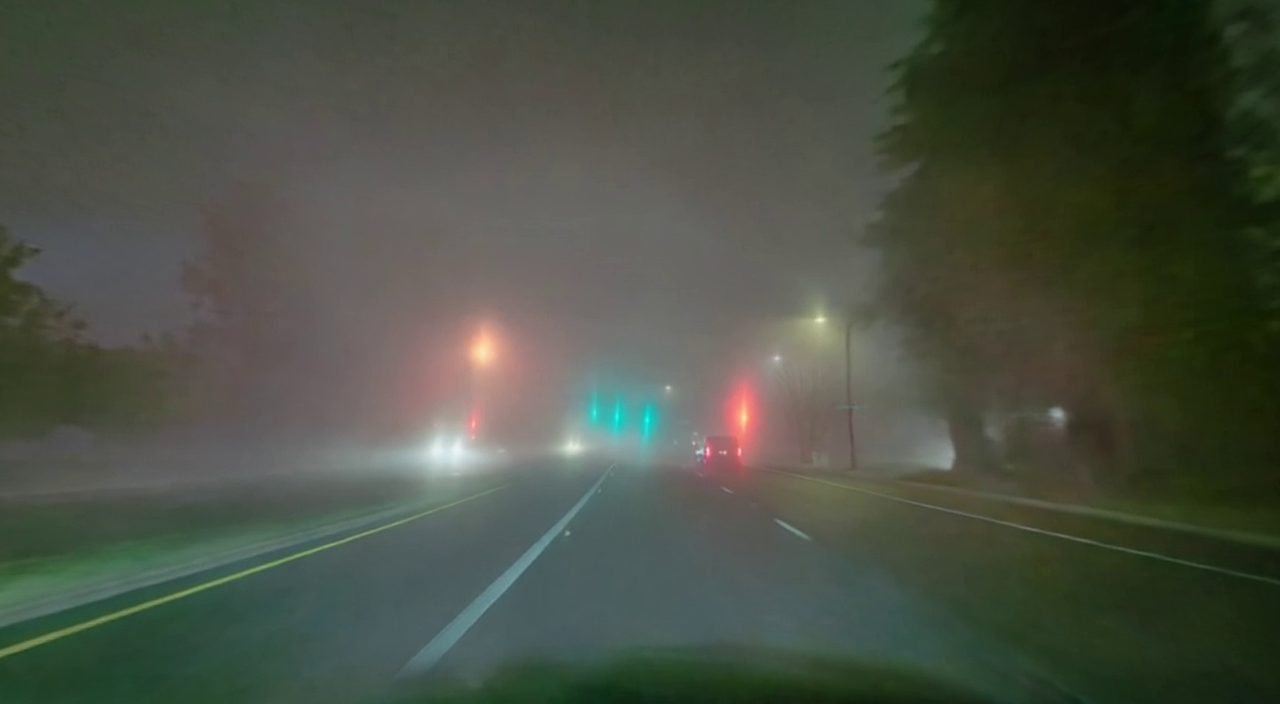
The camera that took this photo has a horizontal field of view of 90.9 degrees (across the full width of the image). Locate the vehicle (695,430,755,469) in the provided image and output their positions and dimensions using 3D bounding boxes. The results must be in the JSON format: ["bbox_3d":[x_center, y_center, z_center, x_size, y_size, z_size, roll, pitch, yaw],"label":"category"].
[{"bbox_3d":[4.101,4.817,31.222,2.240,1.781,4.433,0,-8,-1],"label":"vehicle"}]

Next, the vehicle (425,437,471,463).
[{"bbox_3d":[-13.348,6.830,44.037,1.925,1.670,4.371,0,-8,-1],"label":"vehicle"}]
